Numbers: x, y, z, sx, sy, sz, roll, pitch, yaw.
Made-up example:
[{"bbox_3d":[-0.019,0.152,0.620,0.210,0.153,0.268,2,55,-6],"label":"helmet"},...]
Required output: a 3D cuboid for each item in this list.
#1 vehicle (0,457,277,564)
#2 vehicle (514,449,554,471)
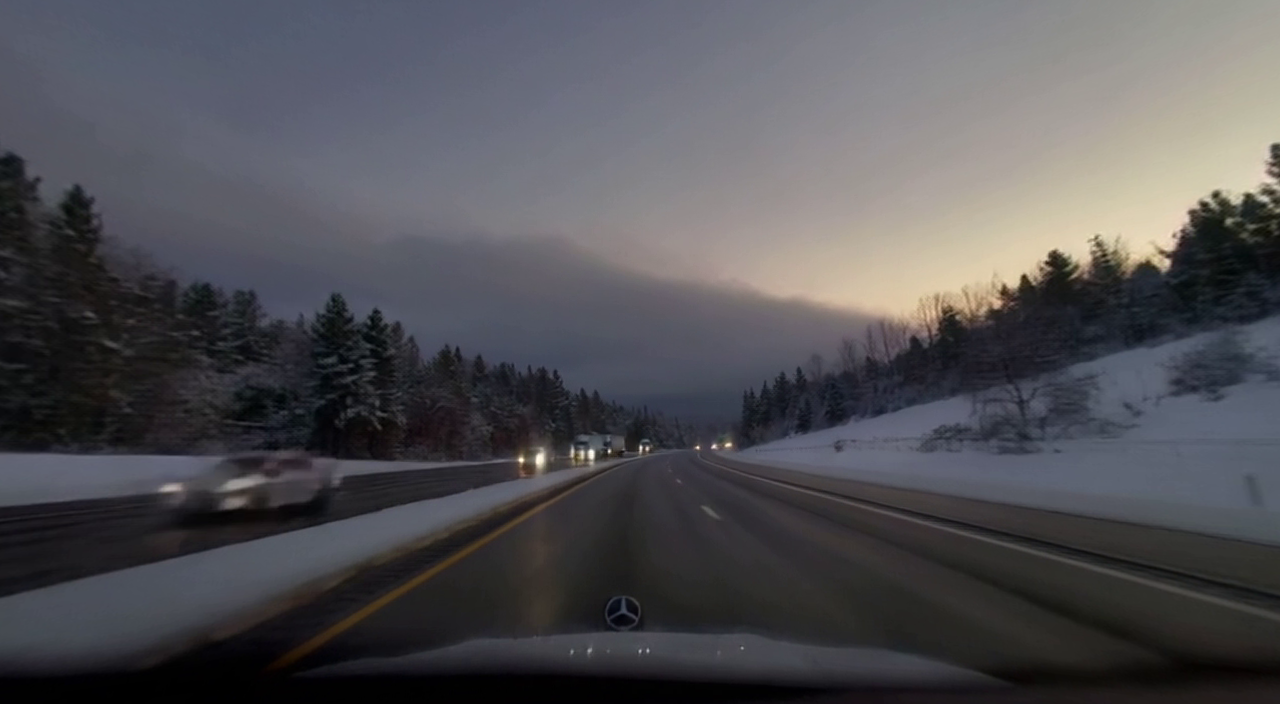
[{"bbox_3d":[-8.951,2.693,11.522,1.883,1.465,4.631,0,-9,0],"label":"vehicle"},{"bbox_3d":[-8.004,8.186,48.034,2.069,1.606,4.753,-1,-9,2],"label":"vehicle"}]
